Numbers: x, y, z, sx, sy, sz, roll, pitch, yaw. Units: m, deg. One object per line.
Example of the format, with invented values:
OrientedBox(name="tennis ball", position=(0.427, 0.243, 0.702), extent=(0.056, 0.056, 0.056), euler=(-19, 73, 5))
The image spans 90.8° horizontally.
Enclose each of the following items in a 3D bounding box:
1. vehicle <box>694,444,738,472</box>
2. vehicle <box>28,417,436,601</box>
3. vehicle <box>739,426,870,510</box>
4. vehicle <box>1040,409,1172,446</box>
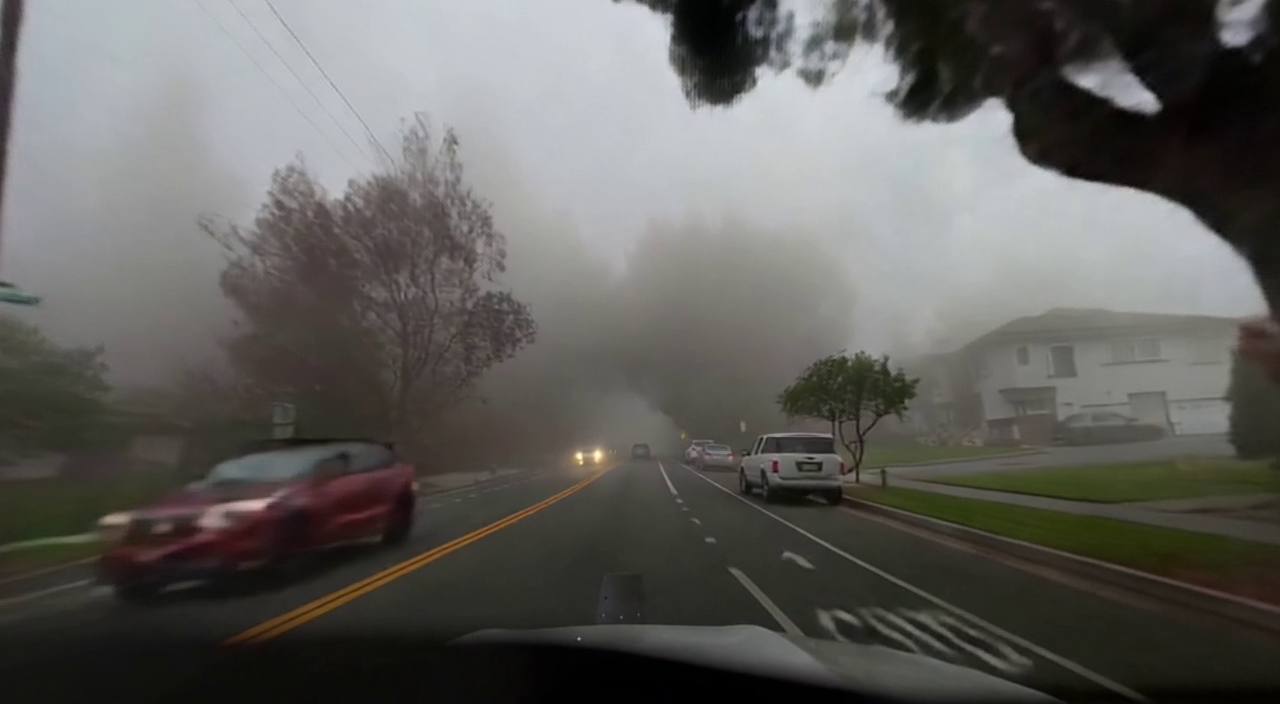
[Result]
OrientedBox(name="vehicle", position=(4.137, 5.827, 34.929), extent=(1.874, 1.415, 4.683), euler=(0, -8, 0))
OrientedBox(name="vehicle", position=(-4.903, 1.942, 8.937), extent=(2.091, 1.793, 5.296), euler=(-1, -8, 2))
OrientedBox(name="vehicle", position=(3.867, 2.815, 15.856), extent=(2.087, 1.725, 4.986), euler=(-1, -8, 2))
OrientedBox(name="vehicle", position=(22.133, 3.616, 30.109), extent=(4.799, 1.678, 2.002), euler=(0, -9, -5))
